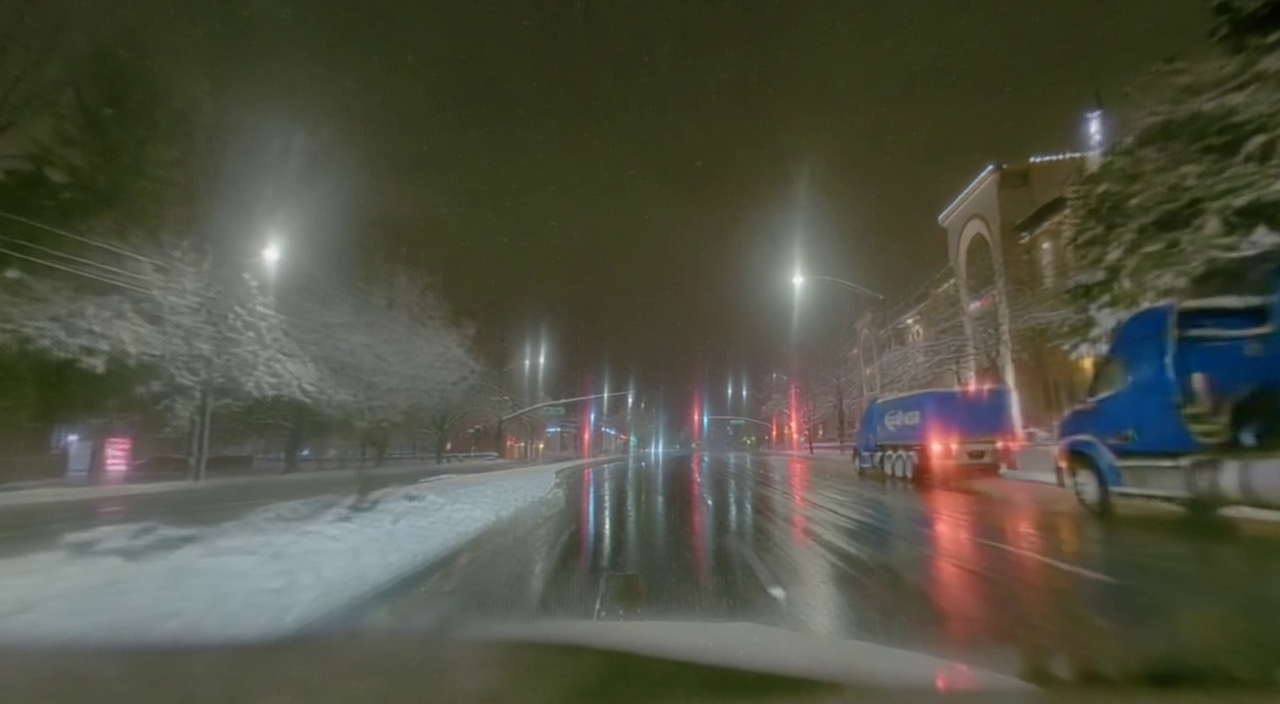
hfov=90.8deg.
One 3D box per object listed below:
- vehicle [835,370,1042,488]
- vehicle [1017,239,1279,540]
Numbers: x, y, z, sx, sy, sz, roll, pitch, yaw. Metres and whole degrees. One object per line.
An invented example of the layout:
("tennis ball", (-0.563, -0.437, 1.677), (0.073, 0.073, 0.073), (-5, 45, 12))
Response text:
("vehicle", (10.514, 3.051, 24.184), (2.946, 3.506, 10.682), (0, -8, 1))
("vehicle", (10.033, 0.682, 9.653), (3.085, 3.951, 8.785), (0, -8, 0))
